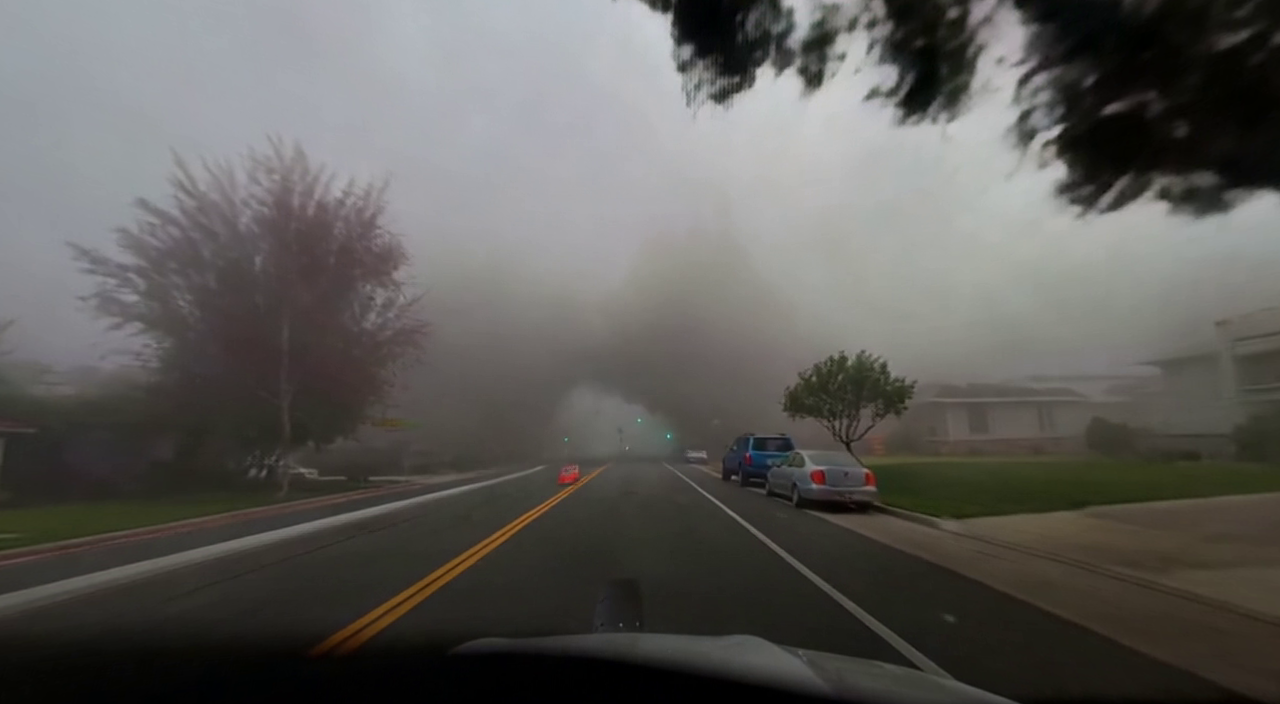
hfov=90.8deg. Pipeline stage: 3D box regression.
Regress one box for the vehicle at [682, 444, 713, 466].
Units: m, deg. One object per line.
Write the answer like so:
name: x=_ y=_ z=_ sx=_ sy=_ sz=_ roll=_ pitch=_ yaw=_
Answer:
vehicle: x=4.016 y=7.240 z=44.501 sx=1.870 sy=1.441 sz=4.539 roll=0 pitch=-8 yaw=1

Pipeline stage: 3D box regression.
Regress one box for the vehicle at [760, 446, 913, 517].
vehicle: x=4.163 y=2.799 z=14.297 sx=1.928 sy=1.333 sz=4.586 roll=0 pitch=-8 yaw=-1

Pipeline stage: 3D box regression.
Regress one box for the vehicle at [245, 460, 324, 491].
vehicle: x=-20.156 y=7.009 z=36.088 sx=2.015 sy=1.444 sz=4.958 roll=-1 pitch=-8 yaw=-5

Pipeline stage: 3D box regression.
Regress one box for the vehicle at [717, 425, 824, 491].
vehicle: x=4.146 y=3.464 z=21.046 sx=2.255 sy=1.914 sz=4.967 roll=0 pitch=-8 yaw=-3
